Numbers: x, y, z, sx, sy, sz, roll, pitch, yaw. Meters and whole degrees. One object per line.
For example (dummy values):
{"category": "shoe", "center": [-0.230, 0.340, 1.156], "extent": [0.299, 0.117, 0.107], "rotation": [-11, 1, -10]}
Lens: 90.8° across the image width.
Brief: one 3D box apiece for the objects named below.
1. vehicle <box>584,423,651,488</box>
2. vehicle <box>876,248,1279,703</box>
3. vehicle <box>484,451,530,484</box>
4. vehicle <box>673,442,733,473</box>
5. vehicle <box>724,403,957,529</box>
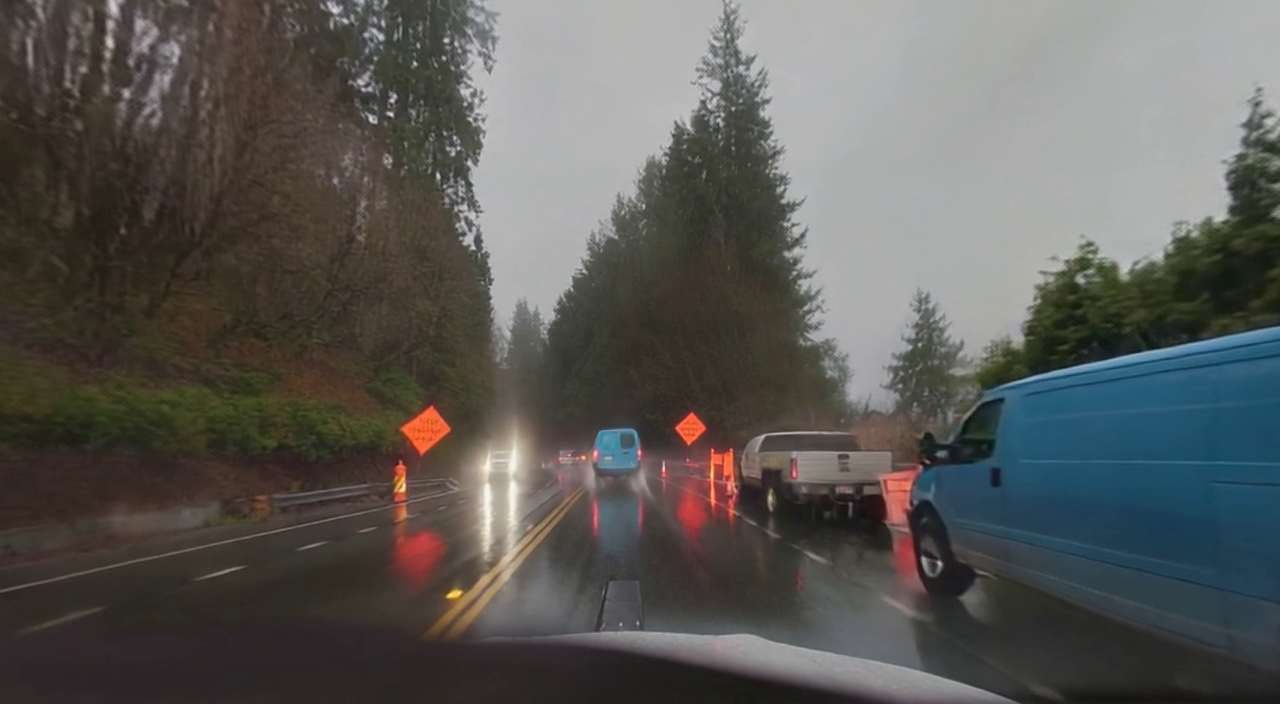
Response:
{"category": "vehicle", "center": [-0.972, 3.985, 24.582], "extent": [2.362, 2.247, 4.892], "rotation": [1, -9, -4]}
{"category": "vehicle", "center": [4.203, 0.822, 4.215], "extent": [2.613, 2.153, 6.713], "rotation": [0, -9, 0]}
{"category": "vehicle", "center": [-7.368, 6.400, 35.356], "extent": [1.992, 1.712, 4.504], "rotation": [1, -9, -6]}
{"category": "vehicle", "center": [3.007, 5.170, 30.935], "extent": [2.277, 1.299, 3.889], "rotation": [-2, -9, -3]}
{"category": "vehicle", "center": [3.581, 2.285, 13.303], "extent": [2.415, 1.932, 6.910], "rotation": [0, -9, -2]}
